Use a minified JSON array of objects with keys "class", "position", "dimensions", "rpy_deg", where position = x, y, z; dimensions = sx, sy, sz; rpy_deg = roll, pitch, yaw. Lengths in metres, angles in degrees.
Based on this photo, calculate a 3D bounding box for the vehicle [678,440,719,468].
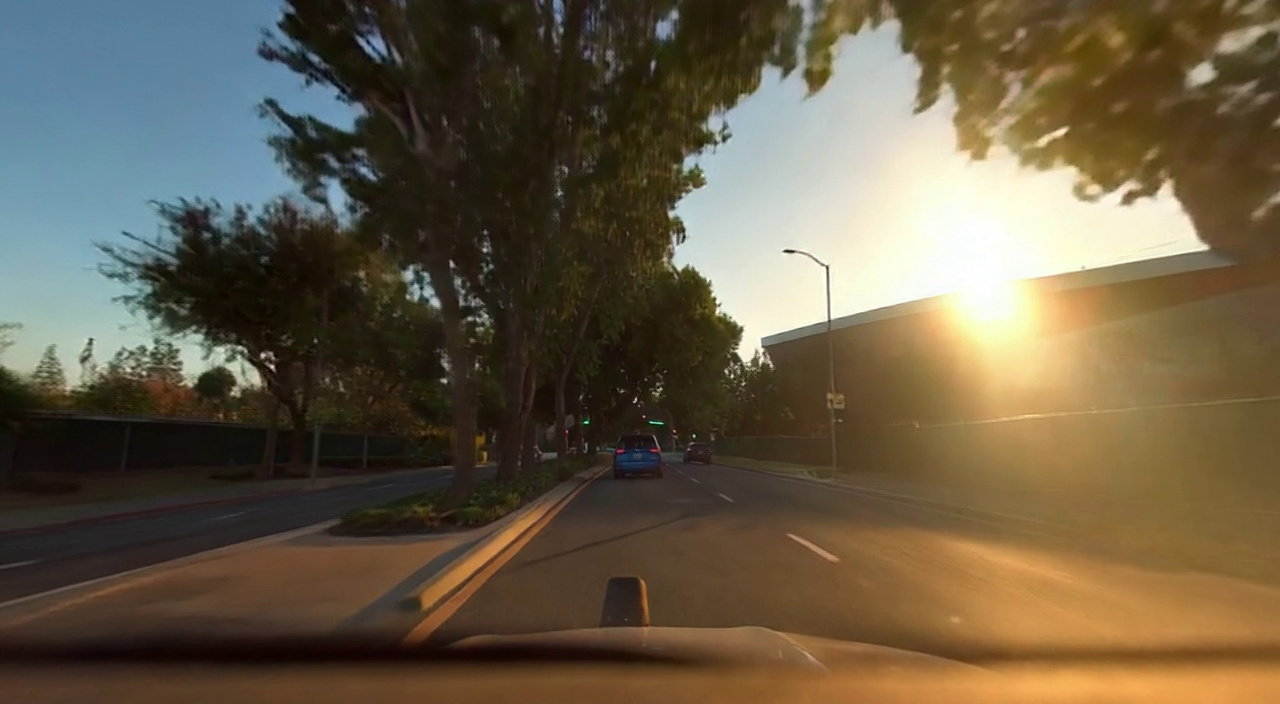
[{"class":"vehicle","position":[3.736,6.662,41.227],"dimensions":[2.138,1.699,4.852],"rpy_deg":[0,-9,-1]}]

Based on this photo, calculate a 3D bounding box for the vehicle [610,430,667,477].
[{"class":"vehicle","position":[-0.066,4.648,28.973],"dimensions":[2.386,1.947,4.168],"rpy_deg":[0,-9,0]}]
